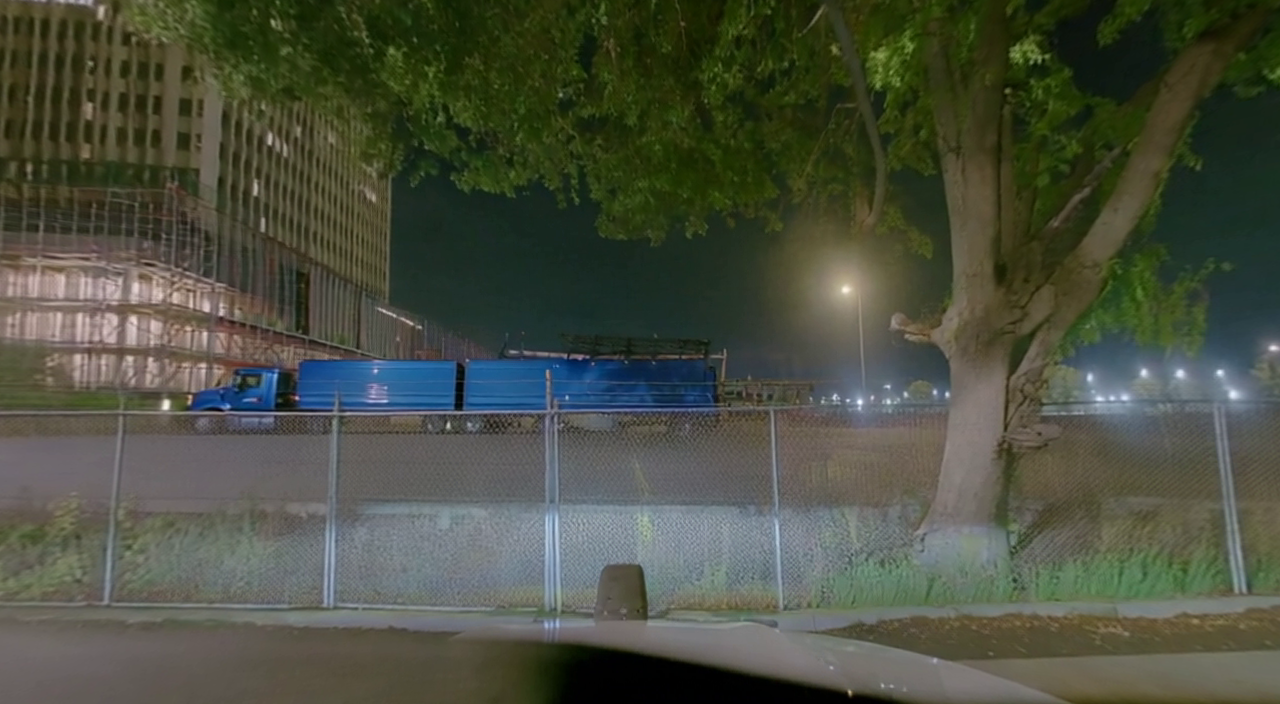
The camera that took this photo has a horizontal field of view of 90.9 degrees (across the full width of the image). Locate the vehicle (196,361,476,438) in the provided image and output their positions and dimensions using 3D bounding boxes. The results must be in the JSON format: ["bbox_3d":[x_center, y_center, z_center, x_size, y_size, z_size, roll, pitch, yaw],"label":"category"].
[{"bbox_3d":[-16.821,2.794,35.990,14.067,4.099,2.832,1,-9,-6],"label":"vehicle"}]
